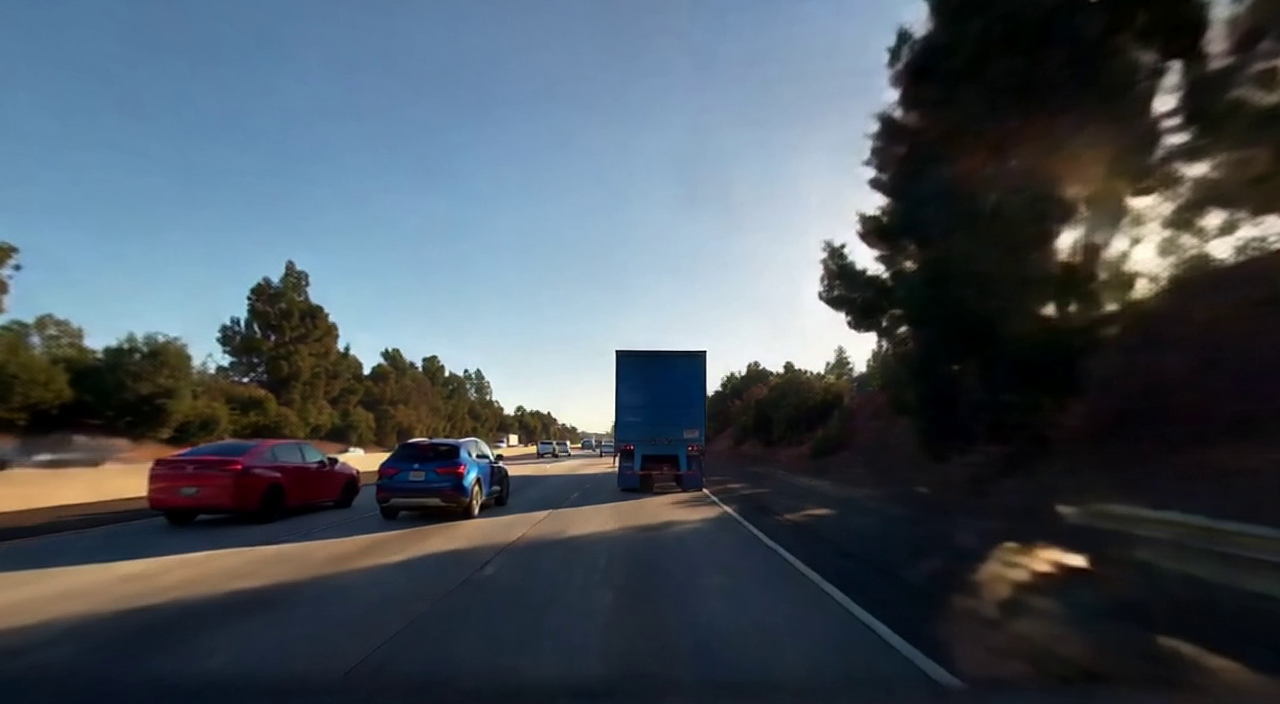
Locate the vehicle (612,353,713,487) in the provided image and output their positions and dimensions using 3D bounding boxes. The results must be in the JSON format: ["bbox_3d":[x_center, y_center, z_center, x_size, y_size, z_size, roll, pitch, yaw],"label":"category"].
[{"bbox_3d":[0.676,2.722,23.462,2.870,3.841,10.653,0,-8,0],"label":"vehicle"}]

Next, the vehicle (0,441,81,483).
[{"bbox_3d":[-24.701,4.239,24.423,1.851,1.560,4.519,0,-8,1],"label":"vehicle"}]

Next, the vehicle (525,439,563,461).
[{"bbox_3d":[-6.681,6.875,44.435,1.882,1.451,4.416,0,-8,1],"label":"vehicle"}]

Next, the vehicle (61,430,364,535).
[{"bbox_3d":[-7.243,2.244,11.557,2.063,1.480,4.842,0,-8,2],"label":"vehicle"}]

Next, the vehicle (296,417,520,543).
[{"bbox_3d":[-3.514,2.030,10.611,2.077,1.671,4.249,0,-8,1],"label":"vehicle"}]
